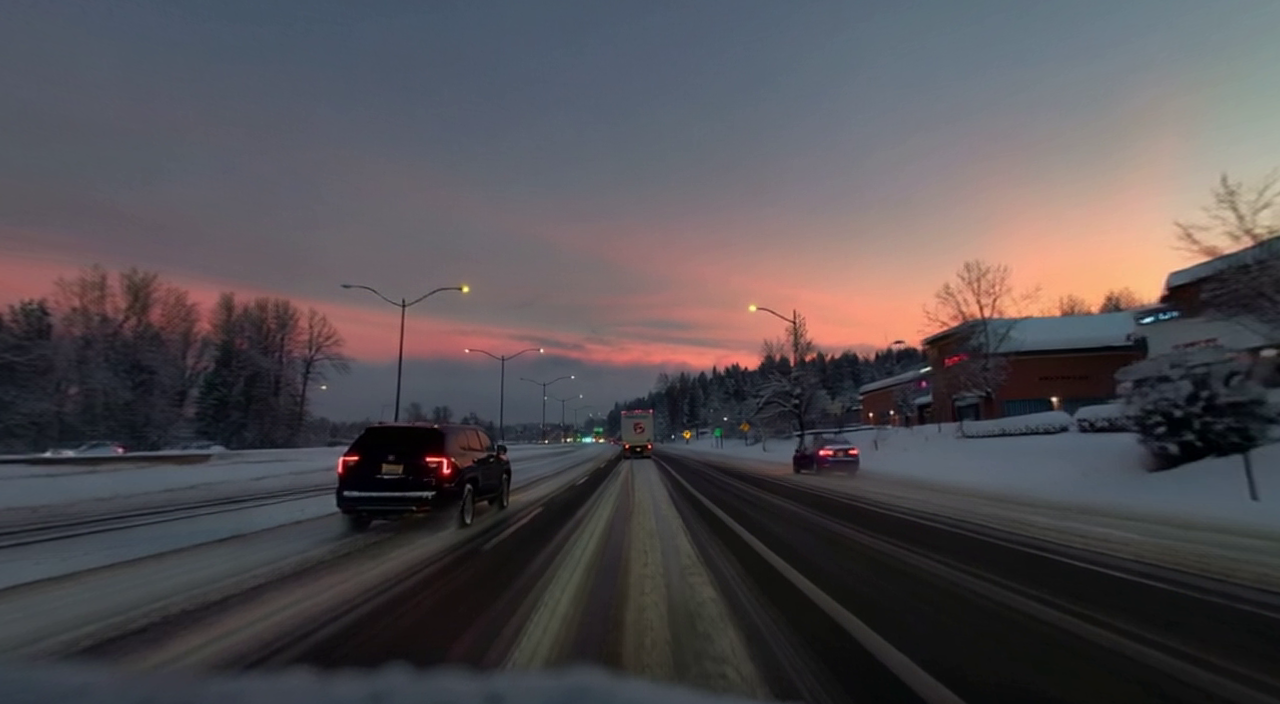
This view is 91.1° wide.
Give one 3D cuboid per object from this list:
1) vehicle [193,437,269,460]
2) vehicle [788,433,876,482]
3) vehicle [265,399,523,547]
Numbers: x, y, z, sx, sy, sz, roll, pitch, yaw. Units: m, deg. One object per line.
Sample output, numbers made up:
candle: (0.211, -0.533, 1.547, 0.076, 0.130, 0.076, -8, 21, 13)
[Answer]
vehicle: (-29.074, 6.882, 44.855, 2.159, 1.556, 4.729, 0, -9, 1)
vehicle: (7.228, 4.023, 24.130, 1.958, 1.681, 4.109, 0, -9, -2)
vehicle: (-3.509, 1.872, 10.313, 2.178, 1.826, 4.933, 0, -9, 1)
